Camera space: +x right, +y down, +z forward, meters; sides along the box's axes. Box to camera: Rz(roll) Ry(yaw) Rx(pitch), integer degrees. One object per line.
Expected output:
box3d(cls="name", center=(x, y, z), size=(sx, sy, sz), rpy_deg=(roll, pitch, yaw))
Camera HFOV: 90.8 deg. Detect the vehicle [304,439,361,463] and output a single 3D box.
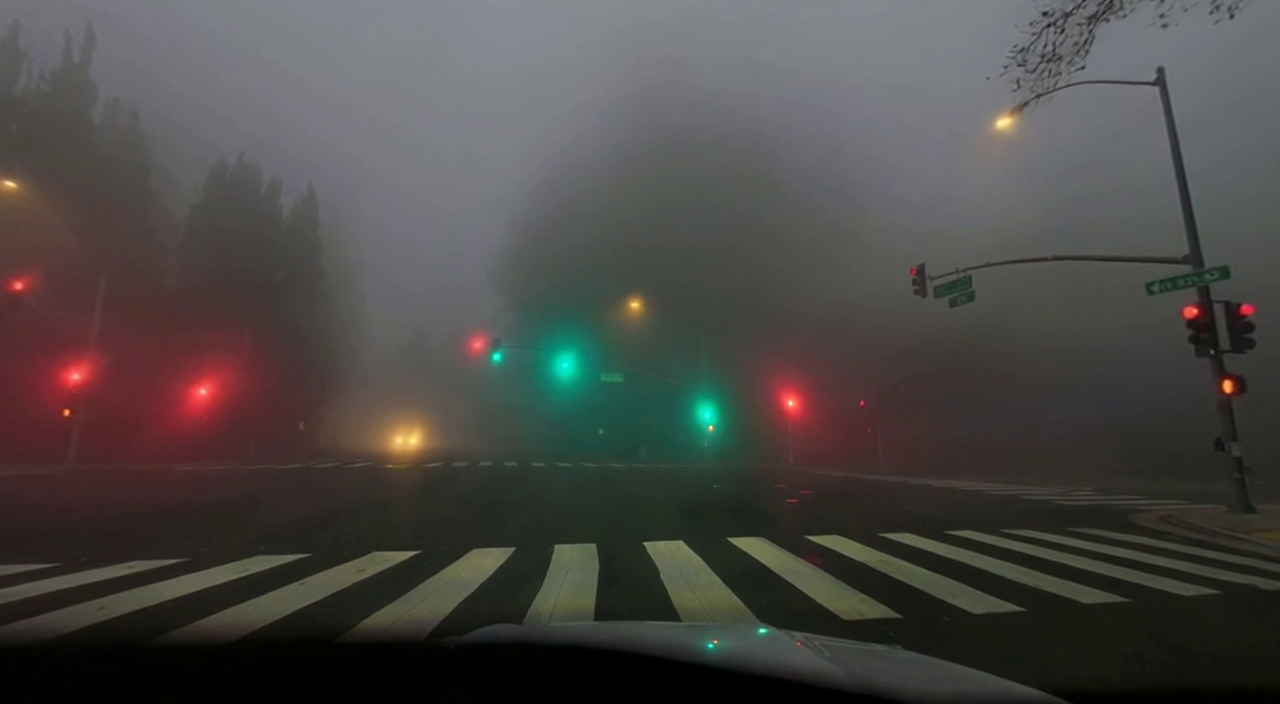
box3d(cls="vehicle", center=(-19.778, 6.383, 40.795), size=(1.918, 1.432, 4.433), rpy_deg=(1, -9, -7))
